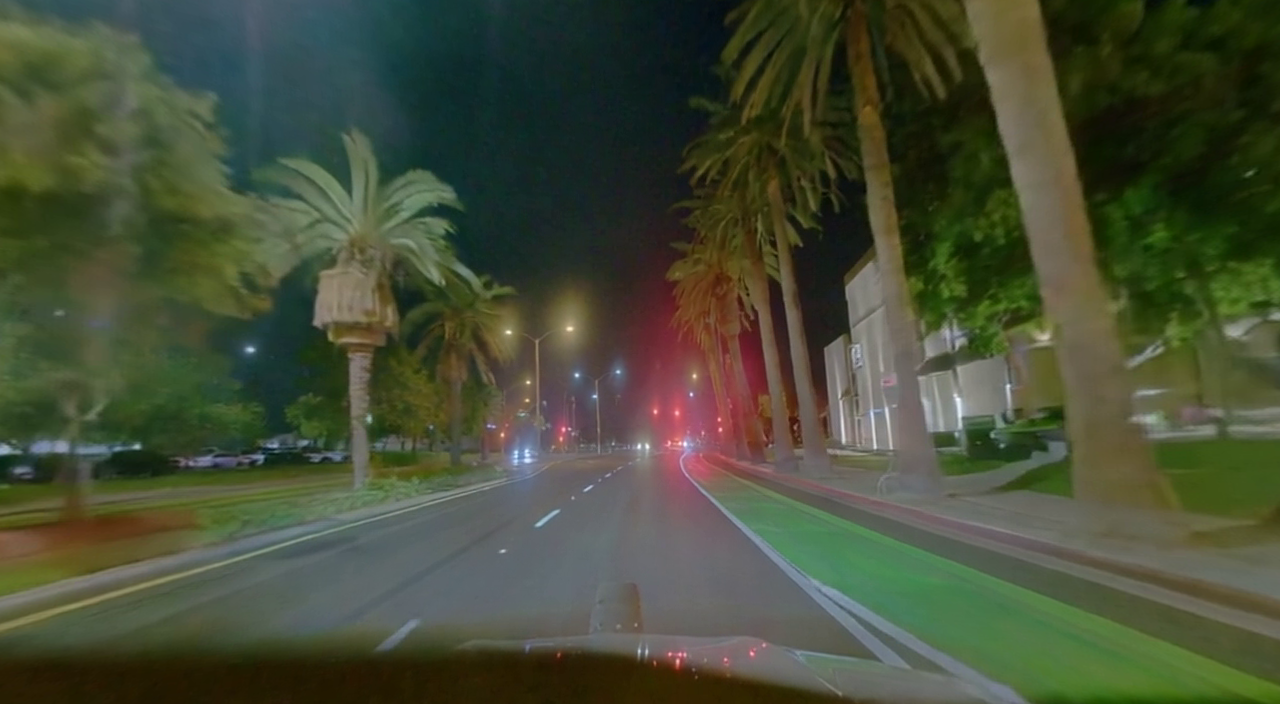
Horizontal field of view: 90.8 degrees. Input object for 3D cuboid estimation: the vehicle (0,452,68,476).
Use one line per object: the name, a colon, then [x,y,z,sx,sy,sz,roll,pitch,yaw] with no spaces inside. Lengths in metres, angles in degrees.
vehicle: [-45.086,8.265,46.772,1.632,1.453,3.707,-6,-8,12]

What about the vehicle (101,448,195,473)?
vehicle: [-29.961,6.578,38.487,4.479,1.465,1.772,-1,-8,8]

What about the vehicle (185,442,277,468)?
vehicle: [-29.964,7.556,46.354,5.174,1.778,2.292,-1,-8,3]
